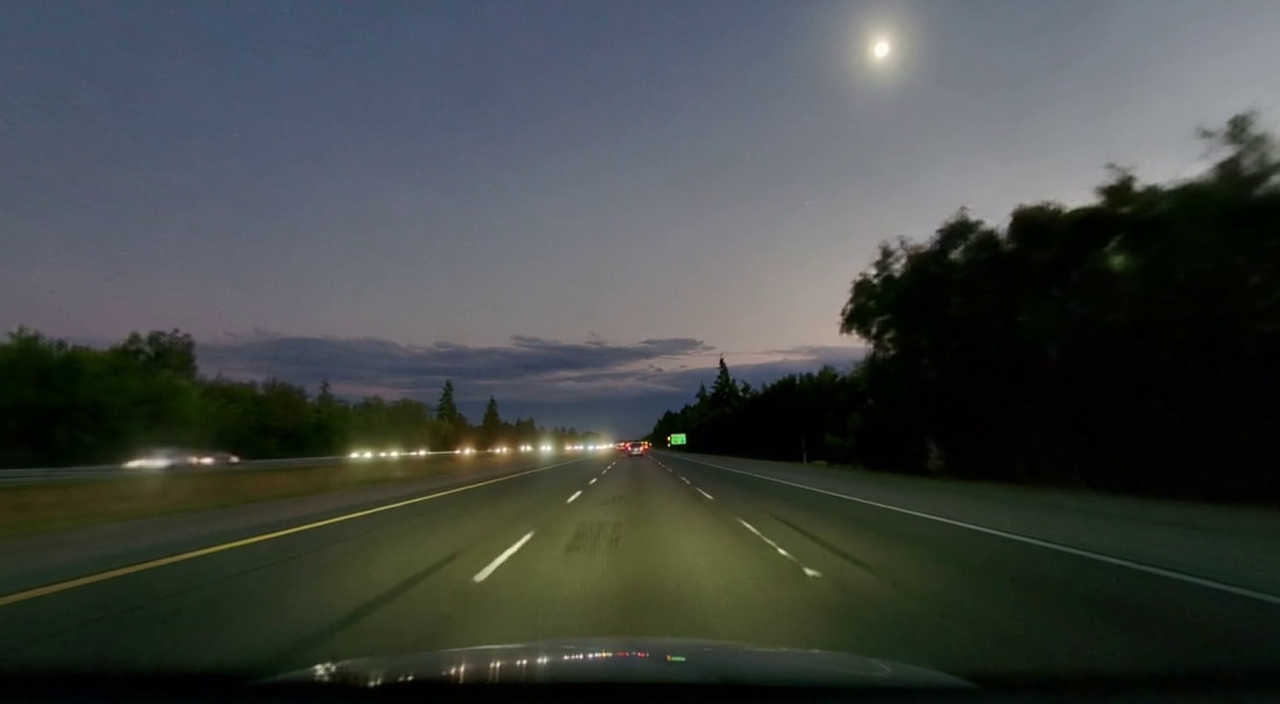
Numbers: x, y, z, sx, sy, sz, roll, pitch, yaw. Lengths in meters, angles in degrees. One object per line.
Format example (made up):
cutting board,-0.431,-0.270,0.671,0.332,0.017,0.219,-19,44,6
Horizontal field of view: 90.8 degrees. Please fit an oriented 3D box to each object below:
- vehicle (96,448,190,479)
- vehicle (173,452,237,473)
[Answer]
vehicle,-28.342,6.342,36.240,1.847,1.617,4.365,0,-9,0
vehicle,-32.606,8.272,47.502,1.805,1.464,4.189,0,-9,0
